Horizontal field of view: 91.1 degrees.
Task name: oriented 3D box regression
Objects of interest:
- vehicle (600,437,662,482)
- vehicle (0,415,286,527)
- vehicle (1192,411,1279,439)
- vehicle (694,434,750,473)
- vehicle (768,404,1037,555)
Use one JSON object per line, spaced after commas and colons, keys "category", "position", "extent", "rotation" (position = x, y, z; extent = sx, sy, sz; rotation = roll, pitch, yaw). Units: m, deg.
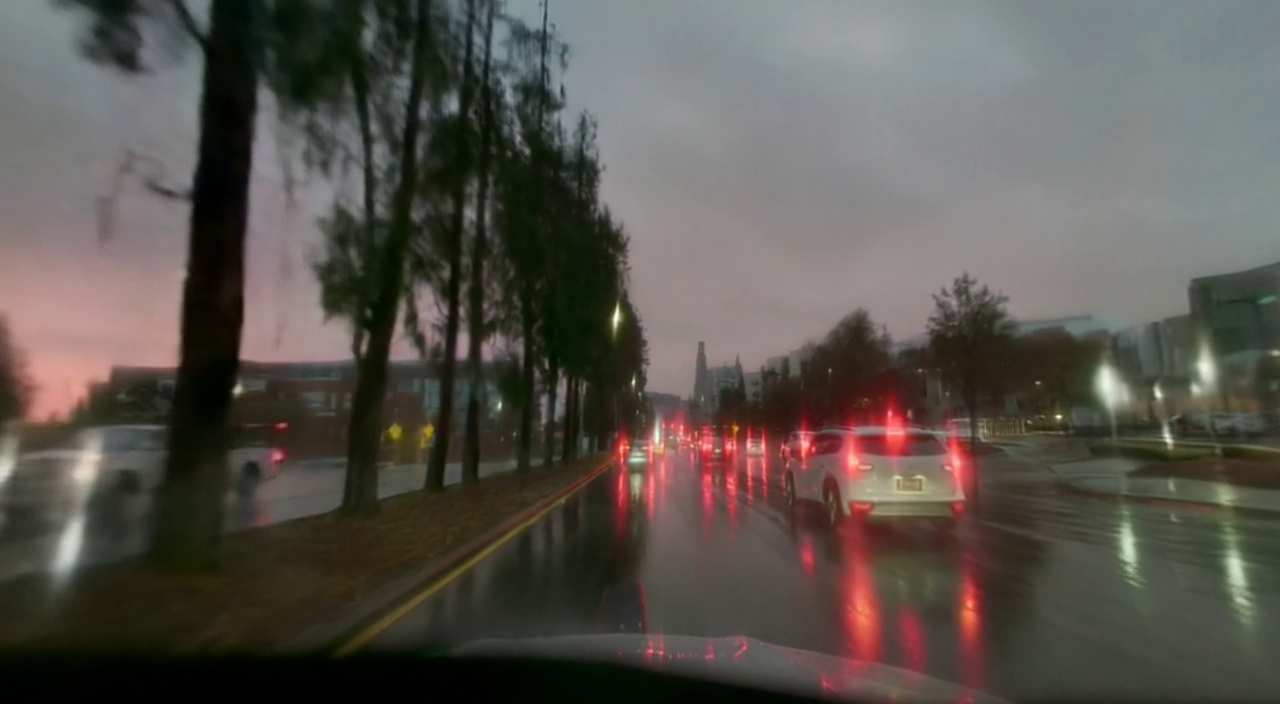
{"category": "vehicle", "position": [-0.285, 3.921, 23.150], "extent": [2.111, 1.506, 4.018], "rotation": [0, -9, 0]}
{"category": "vehicle", "position": [-11.727, 2.708, 15.054], "extent": [2.494, 2.052, 6.719], "rotation": [0, -9, 1]}
{"category": "vehicle", "position": [34.648, 4.269, 36.087], "extent": [1.797, 1.452, 4.453], "rotation": [0, -9, 0]}
{"category": "vehicle", "position": [3.743, 4.745, 29.488], "extent": [1.982, 1.709, 4.427], "rotation": [0, -9, -1]}
{"category": "vehicle", "position": [3.456, 1.789, 9.411], "extent": [2.130, 1.718, 4.310], "rotation": [0, -9, 0]}
